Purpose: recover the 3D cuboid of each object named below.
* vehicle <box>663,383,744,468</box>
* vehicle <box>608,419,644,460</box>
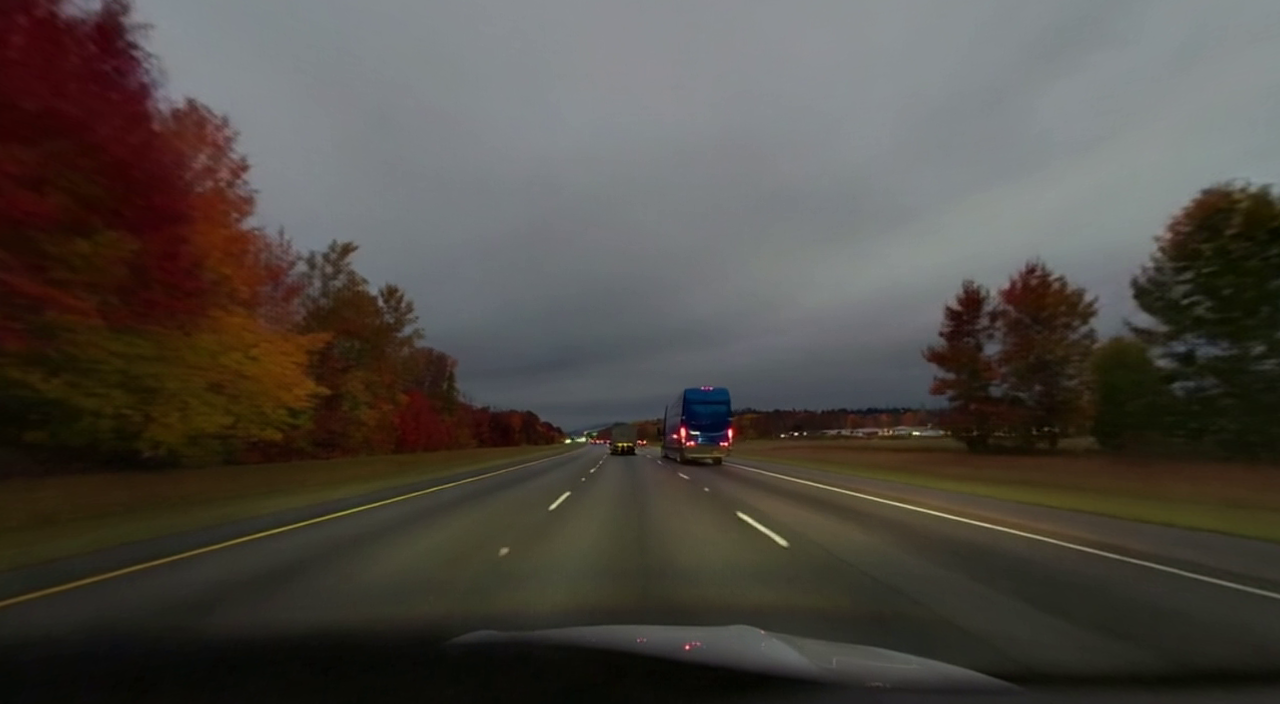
[{"bbox_3d":[3.290,4.425,37.029,3.128,4.087,13.351,0,-8,-1],"label":"vehicle"},{"bbox_3d":[-0.970,6.080,43.799,2.389,2.637,5.437,0,-8,-1],"label":"vehicle"}]
